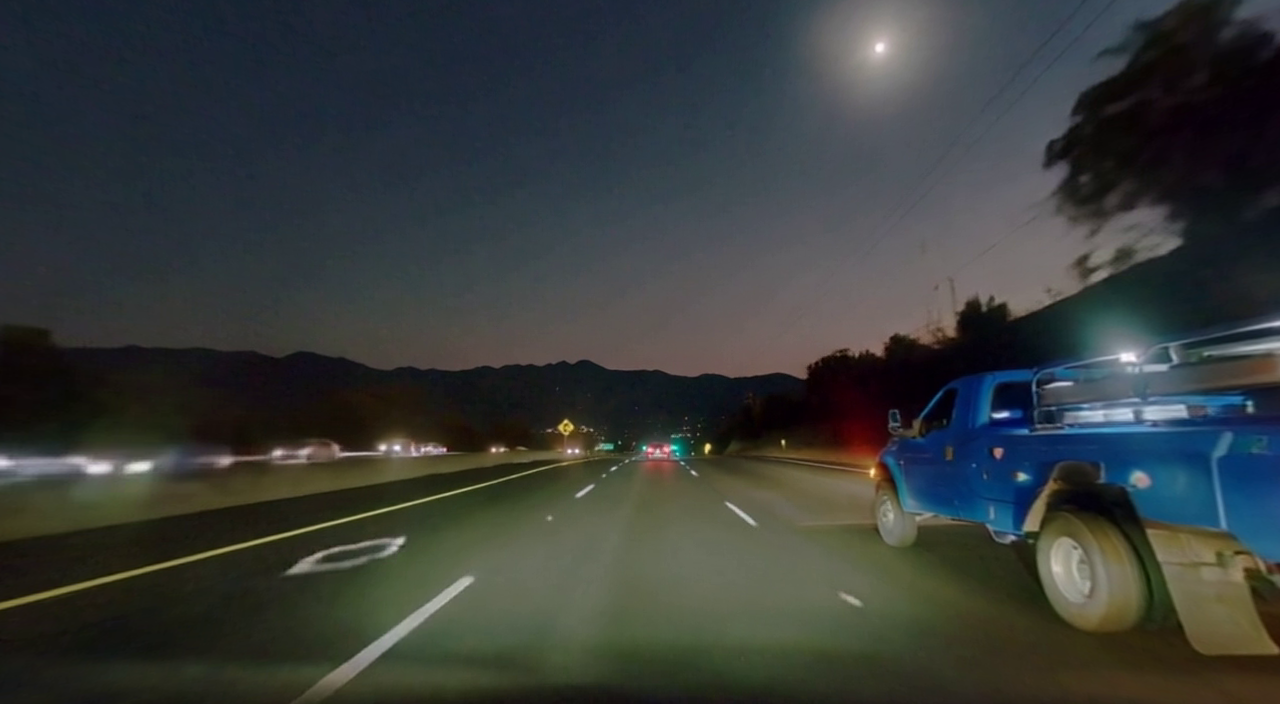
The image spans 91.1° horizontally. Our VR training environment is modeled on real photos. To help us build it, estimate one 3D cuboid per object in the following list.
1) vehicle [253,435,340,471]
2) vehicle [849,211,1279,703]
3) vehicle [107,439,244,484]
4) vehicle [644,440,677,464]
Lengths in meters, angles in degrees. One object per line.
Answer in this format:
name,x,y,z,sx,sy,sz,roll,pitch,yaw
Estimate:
vehicle,-21.317,6.287,39.315,2.223,2.067,5.374,-1,-9,2
vehicle,3.833,0.830,4.346,2.538,2.228,6.370,0,-9,0
vehicle,-18.169,4.283,24.883,1.982,1.612,4.409,-1,-9,2
vehicle,1.325,6.726,42.298,2.034,1.549,4.147,0,-9,0
